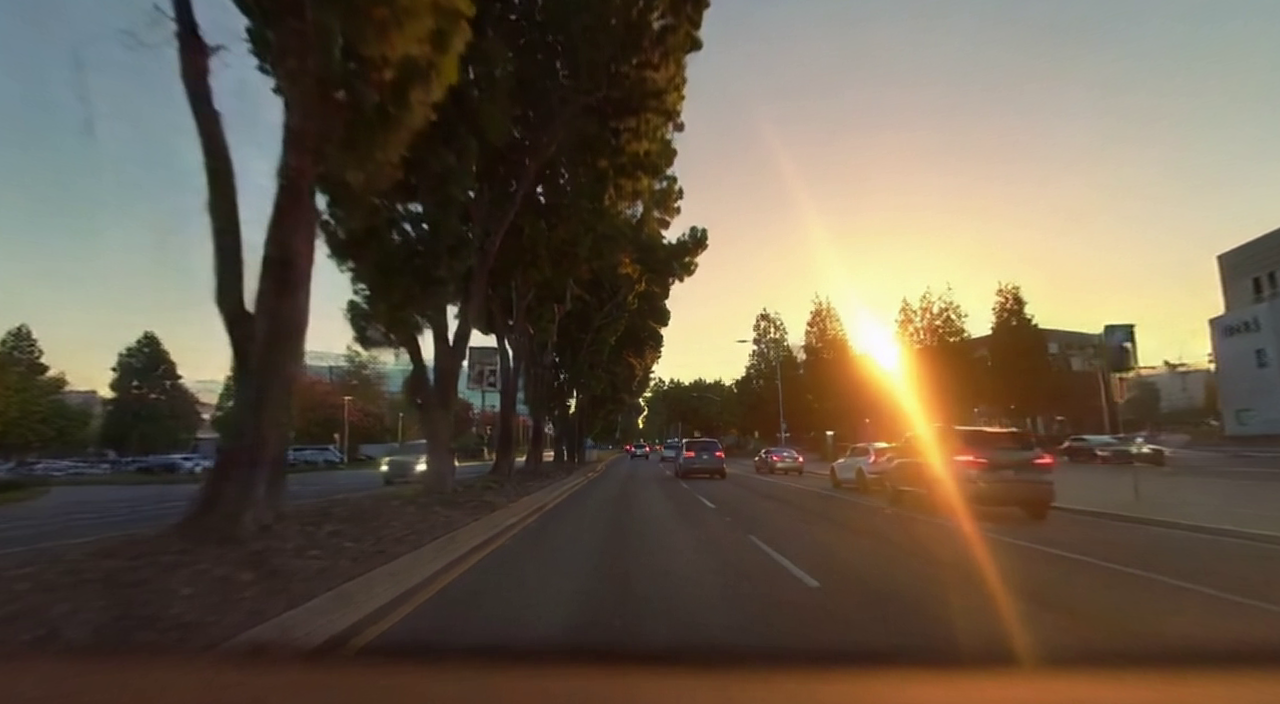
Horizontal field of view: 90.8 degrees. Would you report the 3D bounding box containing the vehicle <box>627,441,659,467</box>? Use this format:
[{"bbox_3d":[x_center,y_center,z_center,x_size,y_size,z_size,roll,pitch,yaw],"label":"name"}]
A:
[{"bbox_3d":[0.199,7.000,43.575,2.132,1.693,3.819,0,-9,0],"label":"vehicle"}]

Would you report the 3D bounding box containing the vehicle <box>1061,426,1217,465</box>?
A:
[{"bbox_3d":[20.733,3.918,26.424,4.608,1.533,2.193,0,-9,0],"label":"vehicle"}]

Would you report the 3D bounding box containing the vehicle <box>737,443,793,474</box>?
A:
[{"bbox_3d":[6.786,5.813,34.713,2.029,1.548,4.422,0,-9,-2],"label":"vehicle"}]

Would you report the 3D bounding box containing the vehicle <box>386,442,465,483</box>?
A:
[{"bbox_3d":[-9.680,5.009,28.959,1.999,1.711,4.541,0,-9,1],"label":"vehicle"}]

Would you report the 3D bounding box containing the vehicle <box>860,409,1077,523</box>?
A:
[{"bbox_3d":[6.880,2.461,13.941,2.382,2.108,4.182,0,-9,-2],"label":"vehicle"}]

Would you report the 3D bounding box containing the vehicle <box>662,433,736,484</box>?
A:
[{"bbox_3d":[2.164,4.114,24.708,2.227,1.794,4.457,0,-9,-3],"label":"vehicle"}]
